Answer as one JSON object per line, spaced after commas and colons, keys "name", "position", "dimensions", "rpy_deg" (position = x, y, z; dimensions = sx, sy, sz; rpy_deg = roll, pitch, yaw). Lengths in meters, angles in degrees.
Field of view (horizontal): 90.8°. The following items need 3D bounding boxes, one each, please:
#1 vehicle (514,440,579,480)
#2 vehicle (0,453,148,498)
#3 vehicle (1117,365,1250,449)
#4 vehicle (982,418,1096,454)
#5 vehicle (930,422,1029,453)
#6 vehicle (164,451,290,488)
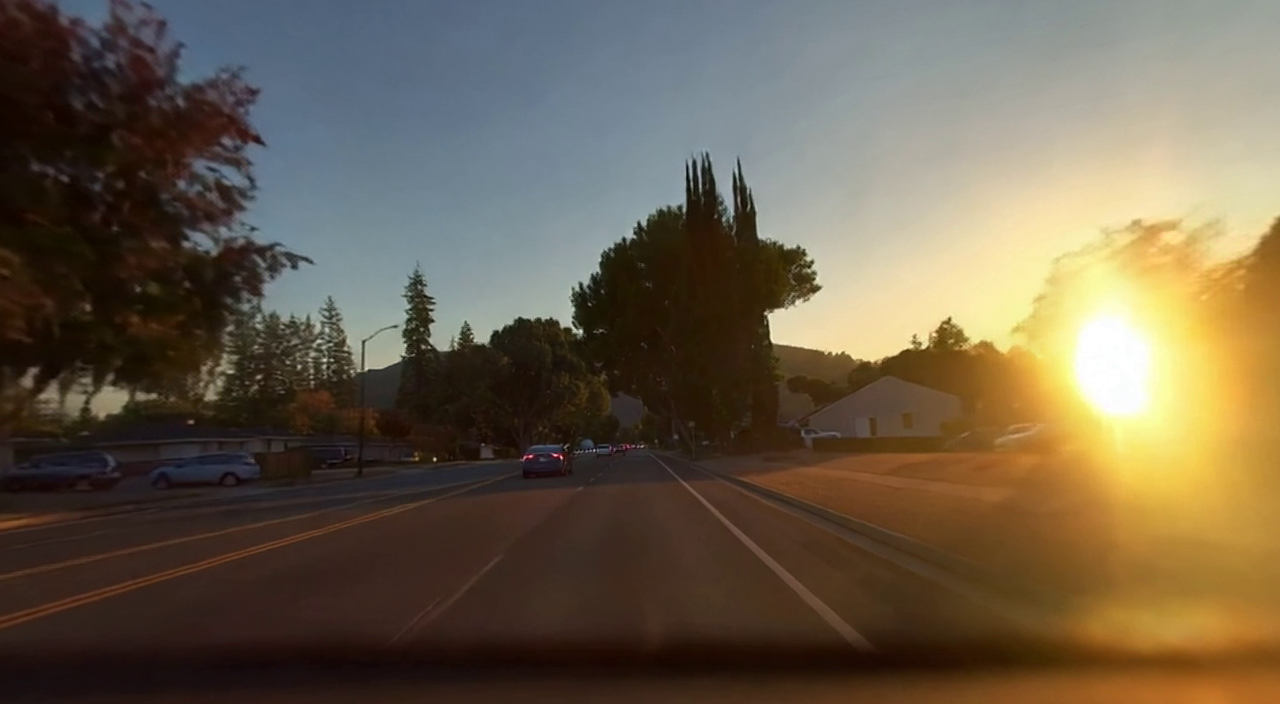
{"name": "vehicle", "position": [-3.716, 4.381, 25.915], "dimensions": [2.030, 1.467, 4.251], "rpy_deg": [0, -9, 0]}
{"name": "vehicle", "position": [-26.205, 5.575, 28.705], "dimensions": [6.046, 1.942, 2.085], "rpy_deg": [-1, -9, 3]}
{"name": "vehicle", "position": [17.637, 1.988, 20.902], "dimensions": [2.153, 2.355, 5.958], "rpy_deg": [-5, -10, 30]}
{"name": "vehicle", "position": [17.172, 3.680, 27.476], "dimensions": [1.784, 1.411, 4.402], "rpy_deg": [0, -9, -5]}
{"name": "vehicle", "position": [19.941, 5.056, 37.292], "dimensions": [4.605, 1.480, 1.994], "rpy_deg": [-3, -8, 1]}
{"name": "vehicle", "position": [-20.894, 5.933, 32.150], "dimensions": [4.866, 1.749, 2.158], "rpy_deg": [0, -9, 1]}
